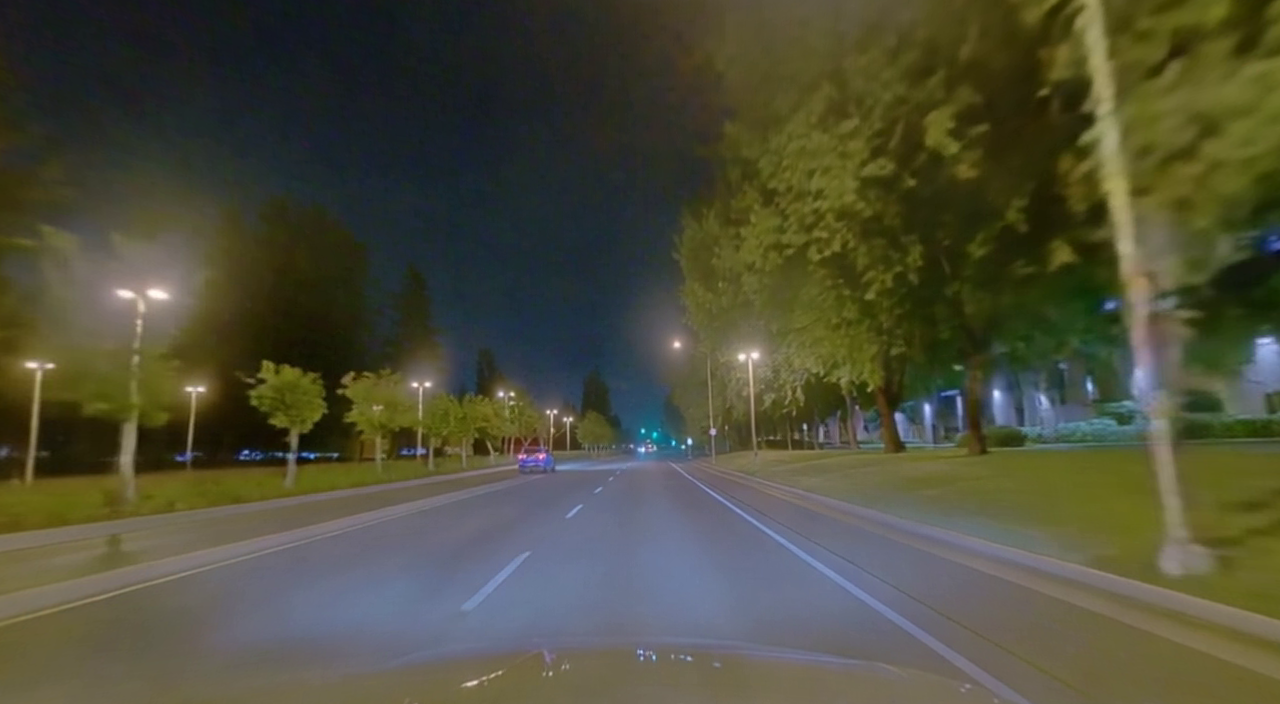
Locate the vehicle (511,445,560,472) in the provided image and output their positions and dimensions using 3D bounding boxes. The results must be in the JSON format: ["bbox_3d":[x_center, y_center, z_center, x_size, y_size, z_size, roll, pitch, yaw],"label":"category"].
[{"bbox_3d":[-5.948,6.098,36.474,1.945,1.461,4.605,0,-8,2],"label":"vehicle"}]
